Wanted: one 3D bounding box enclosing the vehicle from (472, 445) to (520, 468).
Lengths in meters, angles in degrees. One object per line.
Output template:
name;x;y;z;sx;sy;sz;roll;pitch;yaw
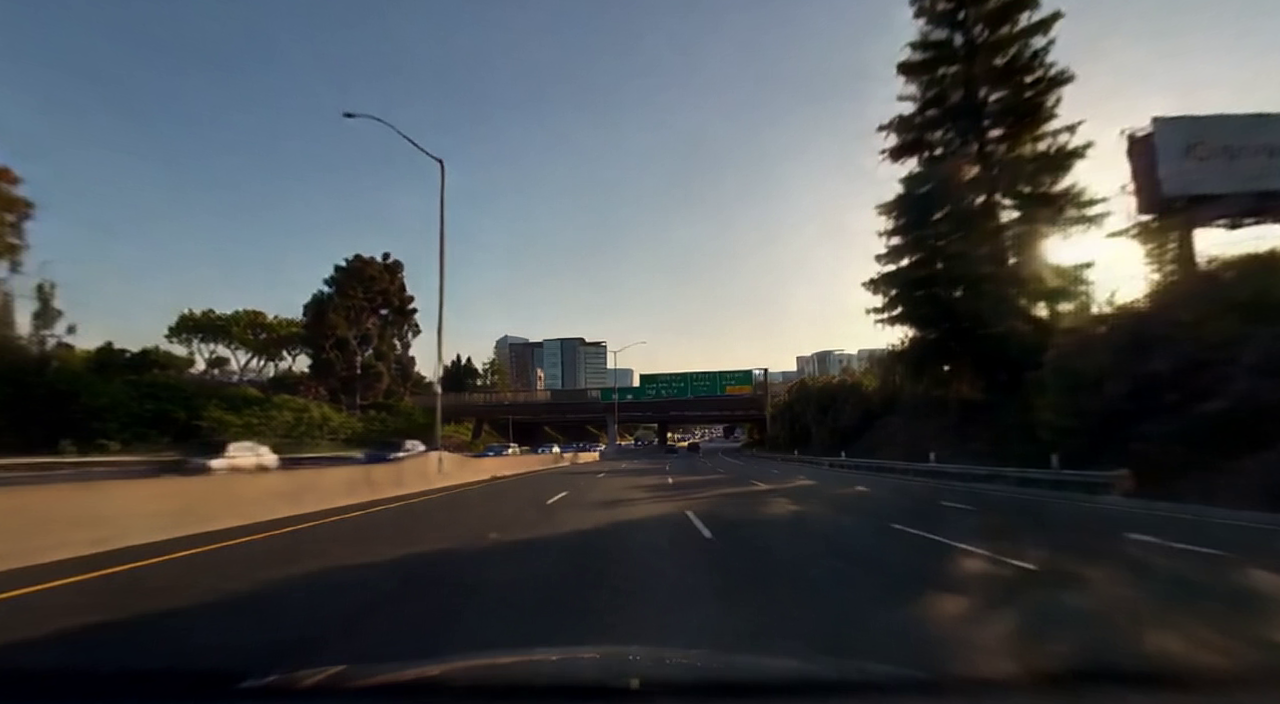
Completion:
vehicle;-10.026;7.304;44.470;1.958;1.477;4.713;-1;-8;4

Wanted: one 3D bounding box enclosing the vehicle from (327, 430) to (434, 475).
vehicle;-12.286;4.844;30.530;2.513;1.935;5.871;-1;-8;2

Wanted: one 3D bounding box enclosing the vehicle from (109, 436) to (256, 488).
vehicle;-15.664;3.776;21.985;1.867;1.588;4.237;0;-8;1
